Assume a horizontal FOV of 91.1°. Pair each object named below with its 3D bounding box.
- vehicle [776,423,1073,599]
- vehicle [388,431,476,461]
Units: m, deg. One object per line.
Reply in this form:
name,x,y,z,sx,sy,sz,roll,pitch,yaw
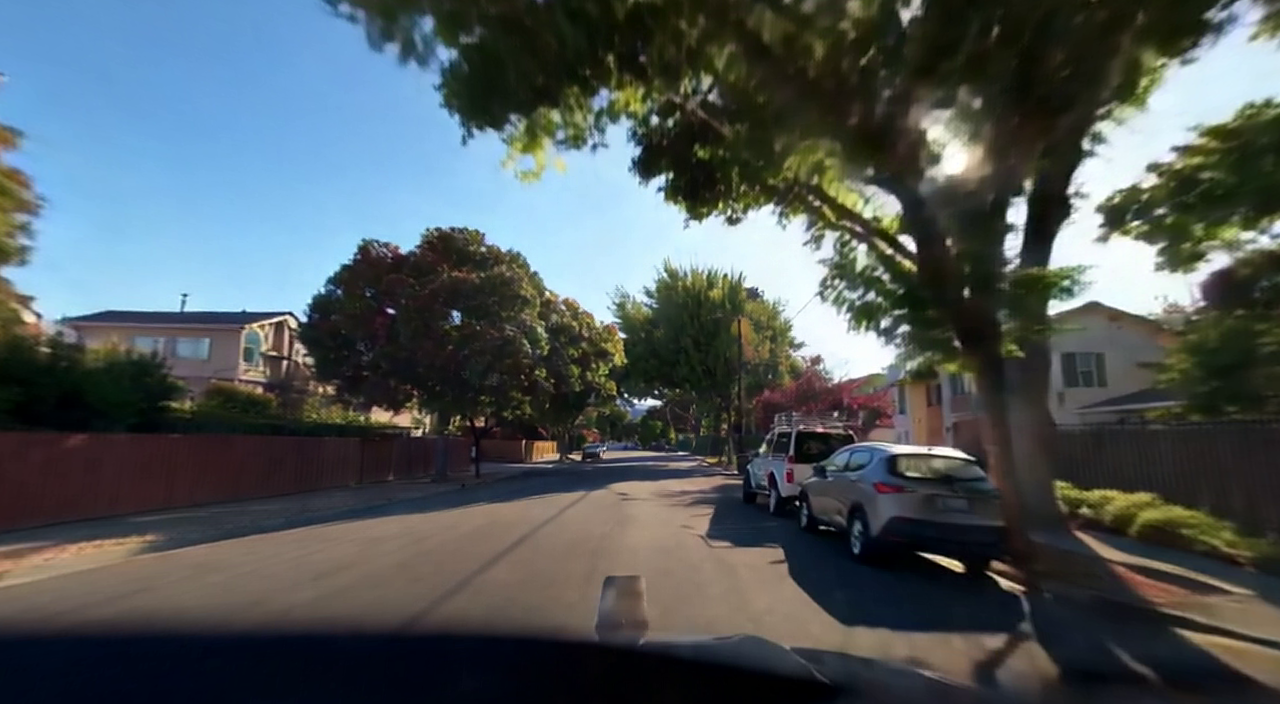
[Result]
vehicle,3.224,1.852,8.287,1.976,1.552,4.442,3,-8,2
vehicle,-13.378,6.086,40.617,4.928,1.844,2.163,0,-9,-2
